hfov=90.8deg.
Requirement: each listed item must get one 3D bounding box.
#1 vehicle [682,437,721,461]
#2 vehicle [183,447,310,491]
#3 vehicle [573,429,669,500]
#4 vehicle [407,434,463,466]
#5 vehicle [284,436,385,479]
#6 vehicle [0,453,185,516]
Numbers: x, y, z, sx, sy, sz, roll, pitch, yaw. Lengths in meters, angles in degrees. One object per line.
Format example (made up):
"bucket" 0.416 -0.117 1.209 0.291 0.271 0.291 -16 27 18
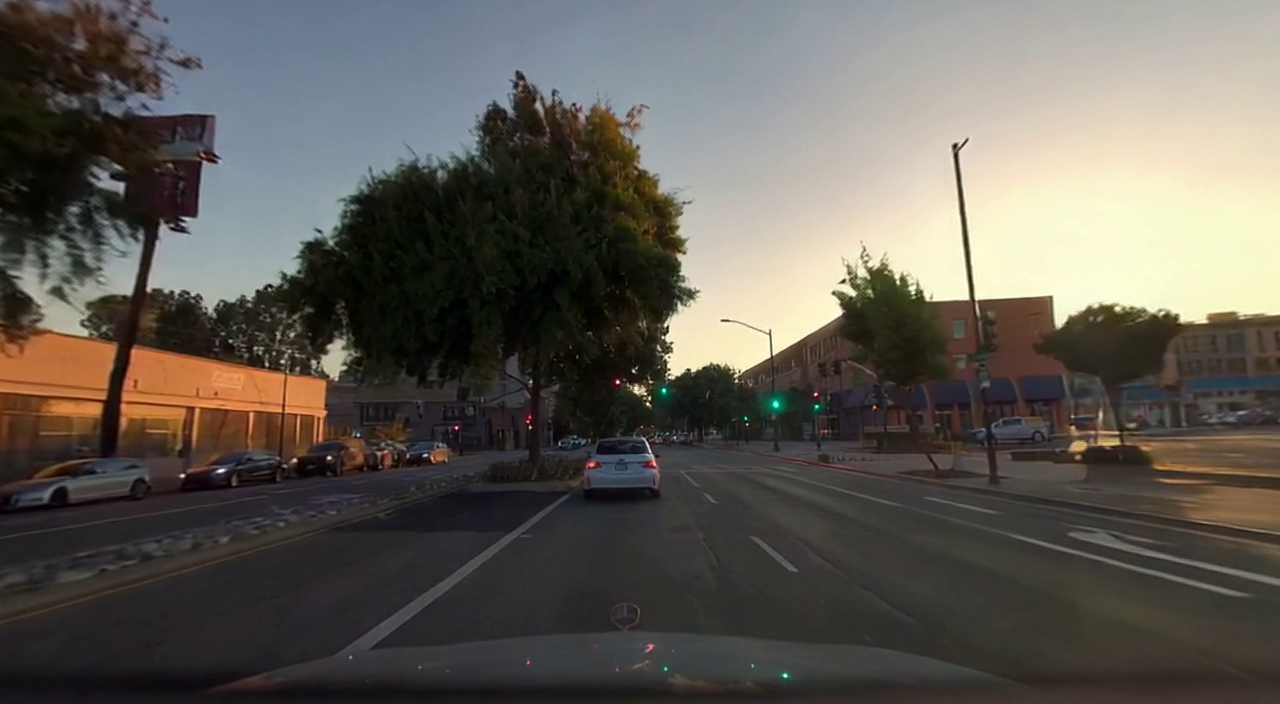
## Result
"vehicle" 3.848 6.169 40.187 2.122 1.454 4.271 0 -9 1
"vehicle" -15.591 4.615 25.389 2.131 1.560 4.563 -1 -9 1
"vehicle" -0.397 2.695 15.440 2.045 1.510 3.690 0 -9 0
"vehicle" -15.077 7.266 46.841 2.285 2.196 5.163 0 -9 1
"vehicle" -15.426 5.355 32.392 2.250 1.981 5.861 0 -9 0
"vehicle" -15.659 3.603 17.796 1.931 1.455 5.023 0 -9 0
